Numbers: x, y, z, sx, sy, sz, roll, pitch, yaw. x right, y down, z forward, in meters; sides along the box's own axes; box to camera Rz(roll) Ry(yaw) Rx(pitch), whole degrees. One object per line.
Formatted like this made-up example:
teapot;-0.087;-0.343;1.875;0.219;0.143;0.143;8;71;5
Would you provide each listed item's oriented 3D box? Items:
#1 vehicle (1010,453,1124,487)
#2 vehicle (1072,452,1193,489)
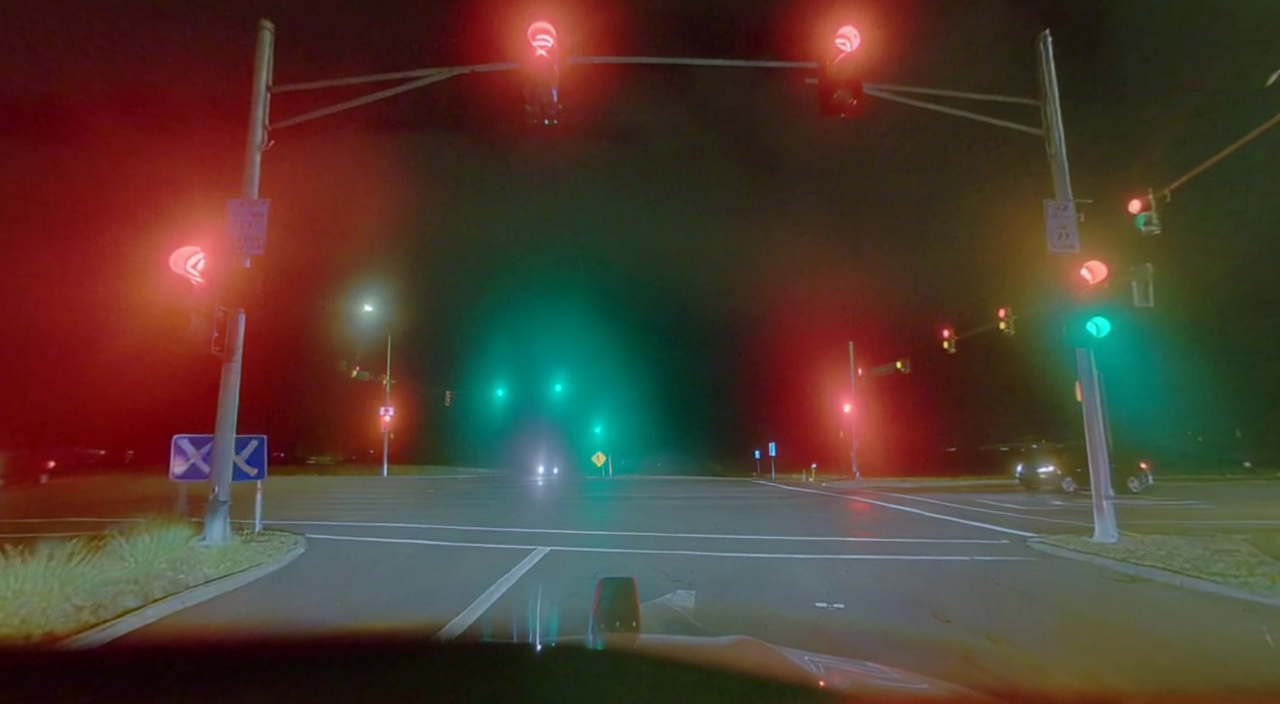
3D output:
vehicle;22.030;6.078;32.592;4.455;1.647;2.124;1;-10;-8
vehicle;22.703;5.468;29.117;3.998;1.590;1.936;1;-10;-6
